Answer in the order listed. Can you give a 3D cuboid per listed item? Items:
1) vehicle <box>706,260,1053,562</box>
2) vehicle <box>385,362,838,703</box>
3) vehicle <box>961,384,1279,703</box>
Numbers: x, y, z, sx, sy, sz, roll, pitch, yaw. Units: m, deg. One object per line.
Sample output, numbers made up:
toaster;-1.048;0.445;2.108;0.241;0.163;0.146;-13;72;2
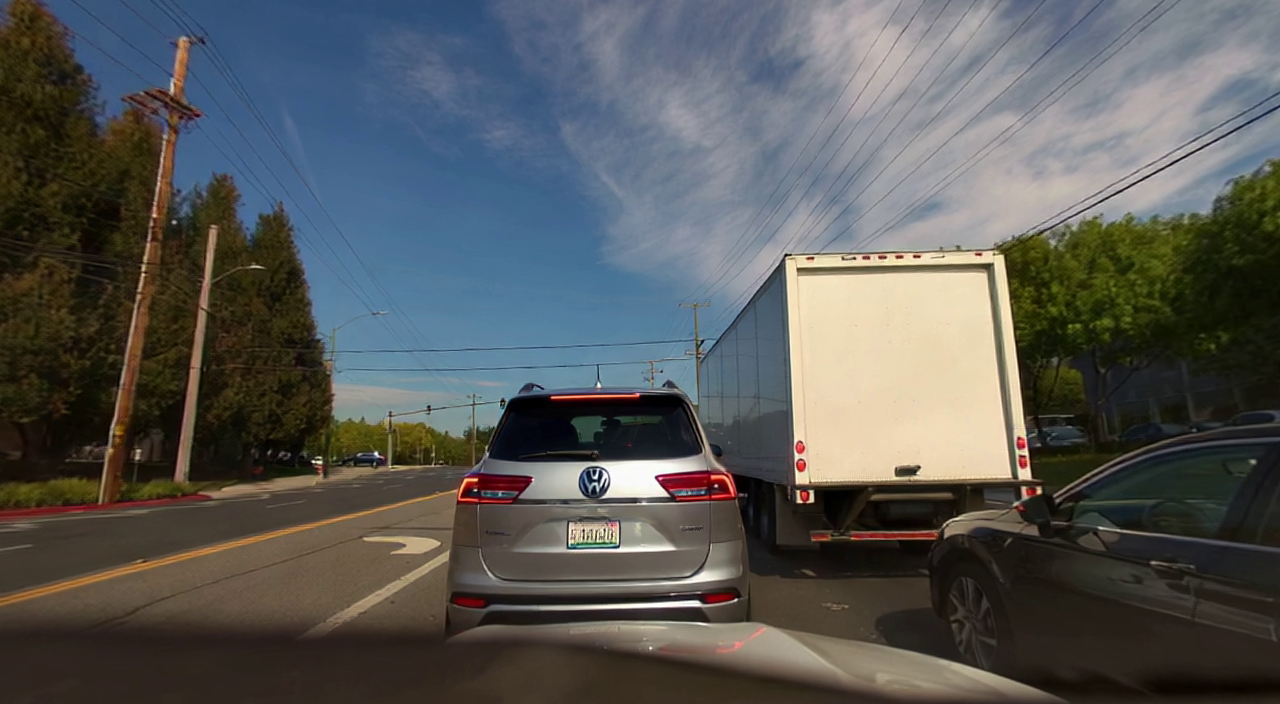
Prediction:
vehicle;3.228;1.274;11.839;2.915;3.559;8.848;0;-8;0
vehicle;-0.129;1.223;5.140;2.114;1.732;4.230;0;-8;0
vehicle;2.832;0.747;1.196;1.971;1.484;4.728;0;-8;0
